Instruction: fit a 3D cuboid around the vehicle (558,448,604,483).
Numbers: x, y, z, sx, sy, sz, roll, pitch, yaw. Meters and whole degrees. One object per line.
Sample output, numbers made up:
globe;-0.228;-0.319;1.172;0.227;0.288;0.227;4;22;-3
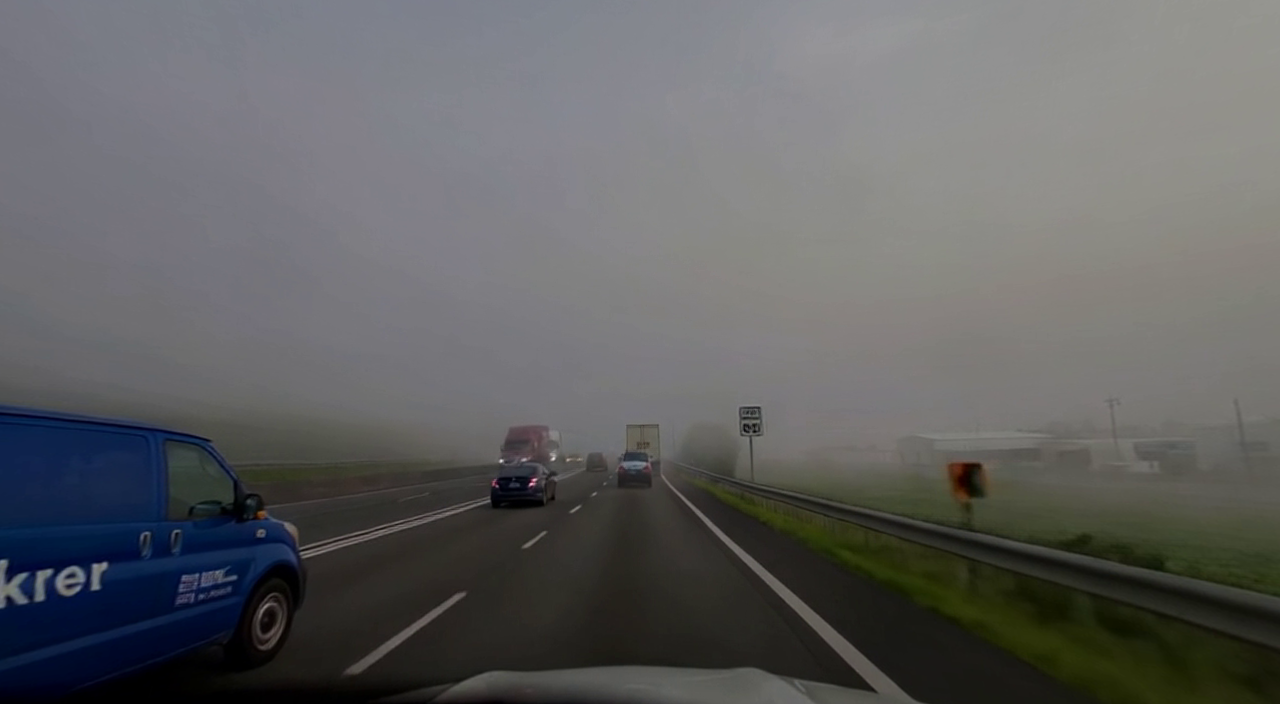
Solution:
vehicle;-3.022;5.925;33.167;1.994;1.663;4.047;-1;-9;1

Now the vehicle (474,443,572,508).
vehicle;-3.185;3.457;18.067;1.937;1.600;4.141;-1;-9;1

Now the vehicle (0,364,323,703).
vehicle;-3.234;0.870;1.945;2.117;1.688;4.582;0;-9;0

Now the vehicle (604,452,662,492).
vehicle;-0.253;4.641;24.796;2.095;1.393;3.908;0;-9;0
